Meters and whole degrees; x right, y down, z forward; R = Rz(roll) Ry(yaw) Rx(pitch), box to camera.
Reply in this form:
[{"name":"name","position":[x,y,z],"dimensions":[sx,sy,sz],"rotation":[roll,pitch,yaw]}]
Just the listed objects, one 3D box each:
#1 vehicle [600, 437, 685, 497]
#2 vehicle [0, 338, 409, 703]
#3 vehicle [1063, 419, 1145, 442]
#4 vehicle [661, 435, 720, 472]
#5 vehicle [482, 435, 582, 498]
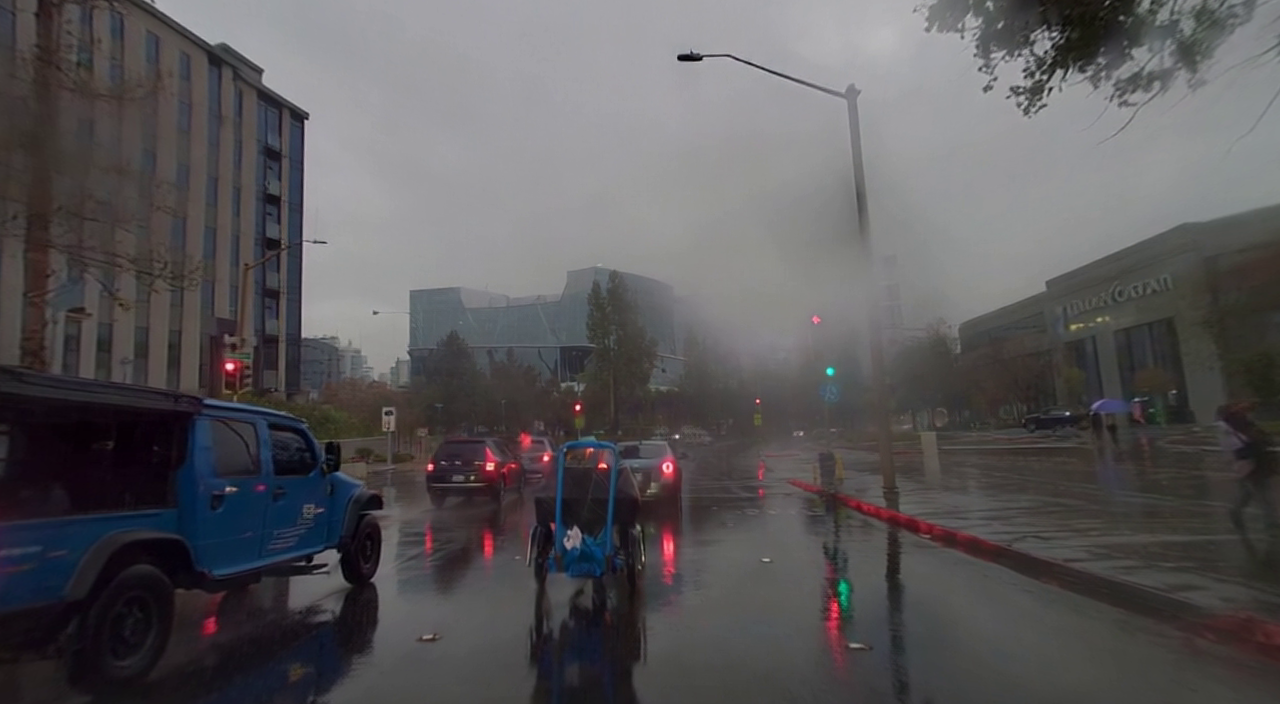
[{"name":"vehicle","position":[0.199,3.110,17.431],"dimensions":[2.025,1.458,4.085],"rotation":[-1,-8,5]},{"name":"vehicle","position":[-3.602,1.161,4.691],"dimensions":[2.000,1.809,4.405],"rotation":[0,-8,1]},{"name":"vehicle","position":[30.735,5.228,41.632],"dimensions":[1.751,1.420,4.027],"rotation":[8,-11,-43]},{"name":"vehicle","position":[2.533,4.894,30.547],"dimensions":[2.082,1.671,3.992],"rotation":[-3,-9,16]},{"name":"vehicle","position":[-2.991,3.262,18.317],"dimensions":[1.935,1.615,4.073],"rotation":[-1,-8,4]}]
